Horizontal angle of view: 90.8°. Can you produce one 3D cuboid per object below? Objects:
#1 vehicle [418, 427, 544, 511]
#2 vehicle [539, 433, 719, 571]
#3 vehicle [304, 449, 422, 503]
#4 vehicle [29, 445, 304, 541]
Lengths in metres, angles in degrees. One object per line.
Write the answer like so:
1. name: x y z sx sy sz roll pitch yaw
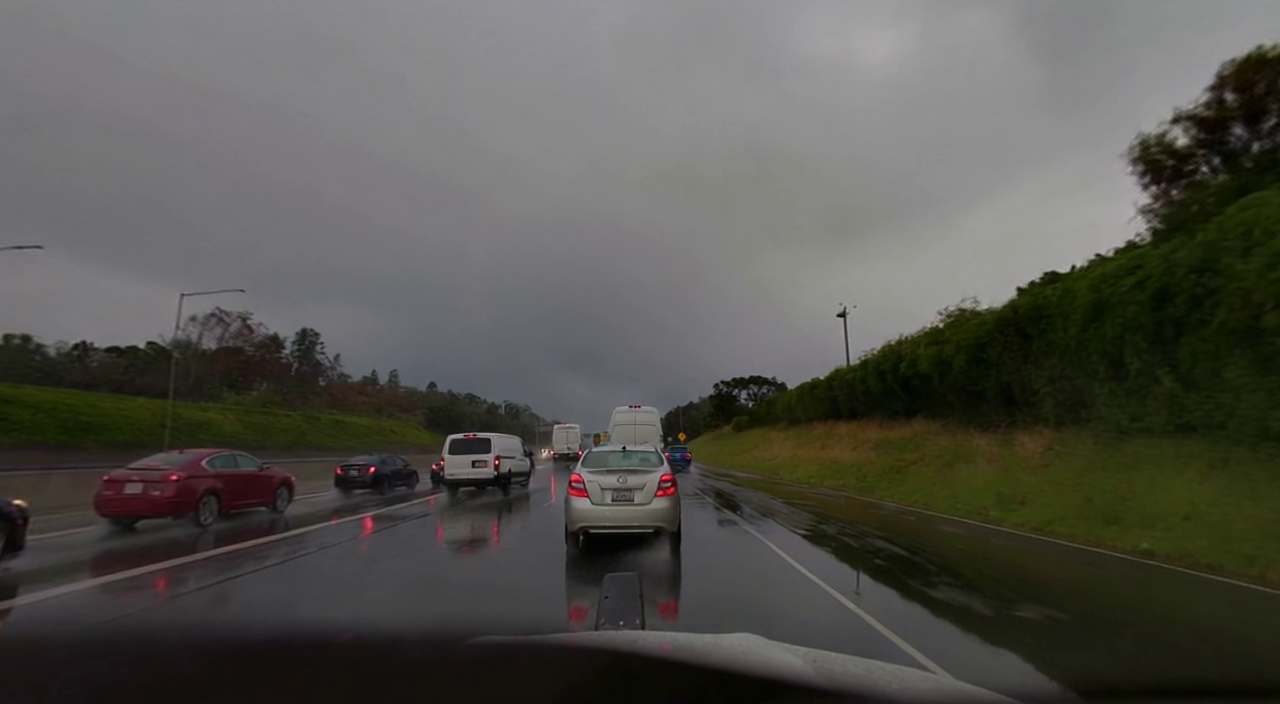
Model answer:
1. vehicle: -4.071 3.095 17.088 2.055 1.913 4.584 -1 -9 2
2. vehicle: -0.146 1.939 8.786 1.995 1.495 3.380 0 -9 -1
3. vehicle: -8.396 3.767 19.558 1.826 1.465 3.916 -1 -9 1
4. vehicle: -8.711 2.585 12.260 1.884 1.484 4.389 -1 -9 1
